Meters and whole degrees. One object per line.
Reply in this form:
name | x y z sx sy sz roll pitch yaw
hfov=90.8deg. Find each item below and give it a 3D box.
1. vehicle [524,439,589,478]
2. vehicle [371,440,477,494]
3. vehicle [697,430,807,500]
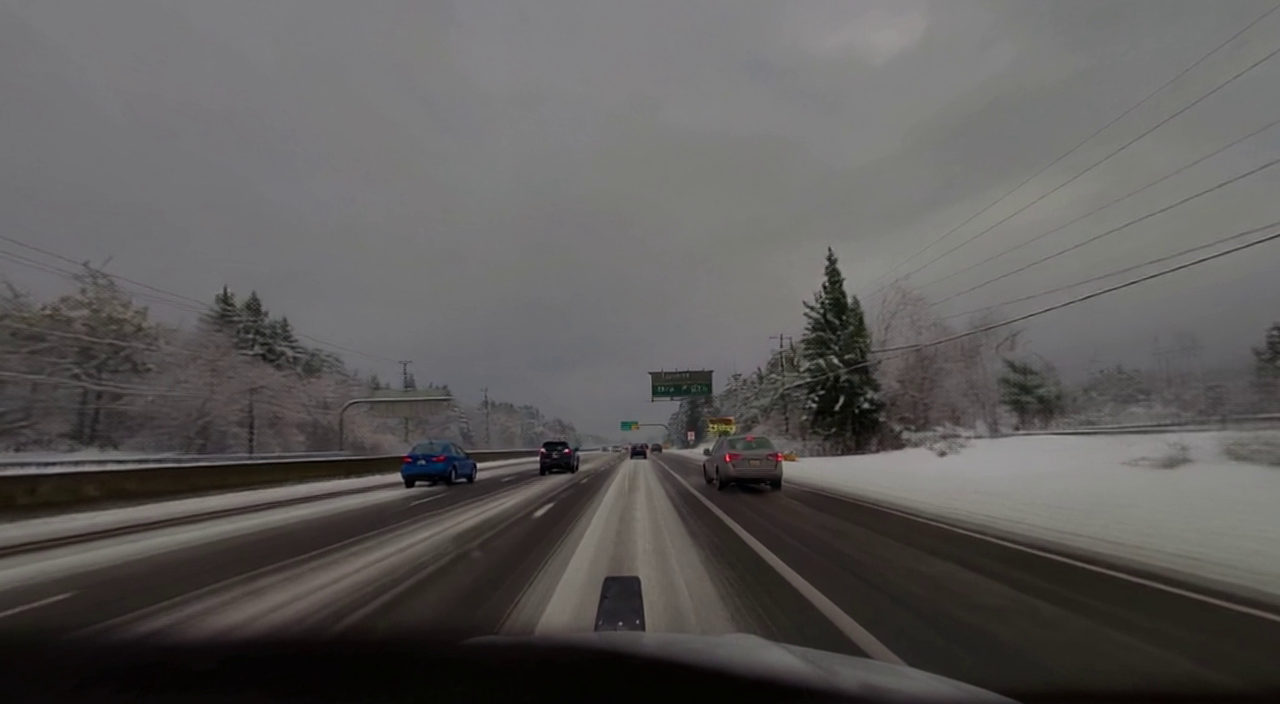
vehicle | -3.419 4.475 26.743 2.066 1.488 4.377 0 -8 1
vehicle | -6.641 3.554 19.942 1.903 1.482 4.180 0 -8 0
vehicle | 2.881 3.021 17.348 2.100 1.659 4.387 0 -8 -1
